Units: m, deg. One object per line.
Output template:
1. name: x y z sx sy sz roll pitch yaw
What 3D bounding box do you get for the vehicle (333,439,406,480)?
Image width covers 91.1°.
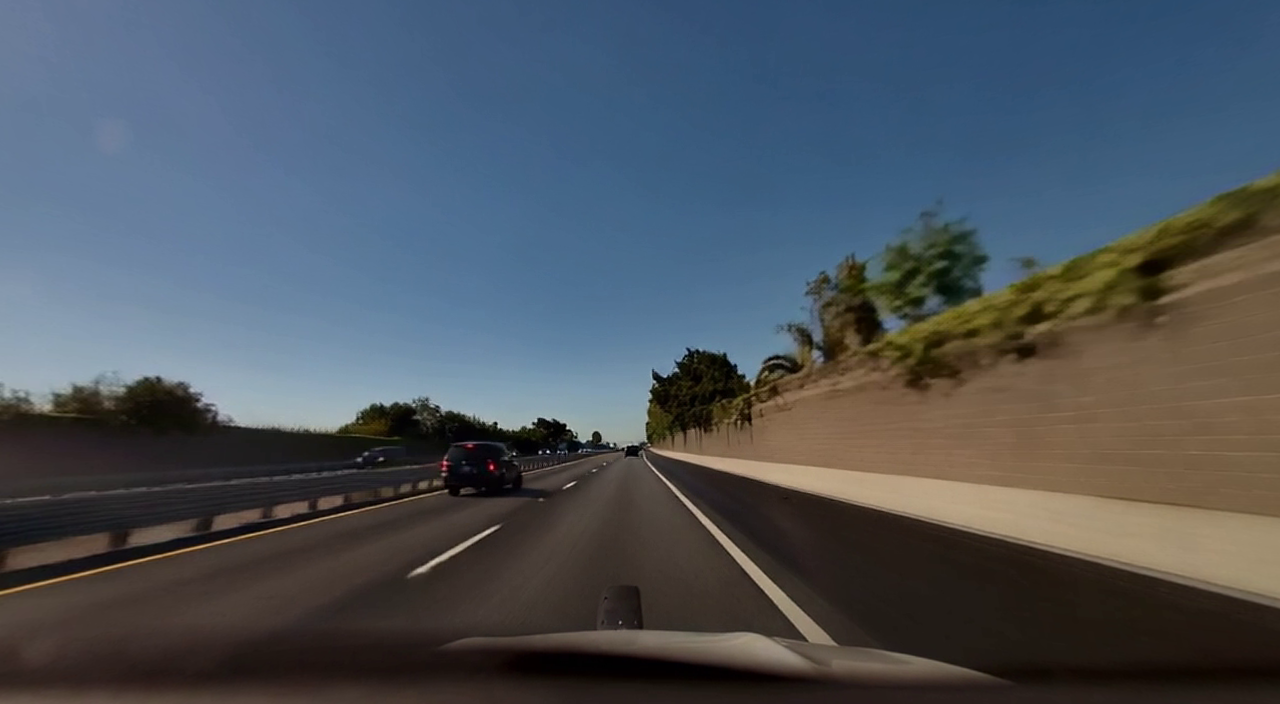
1. vehicle: -17.856 7.134 41.883 2.364 2.485 5.546 0 -9 0

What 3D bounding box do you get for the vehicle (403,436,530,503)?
1. vehicle: -4.528 3.142 17.257 2.139 1.577 4.546 0 -9 0
